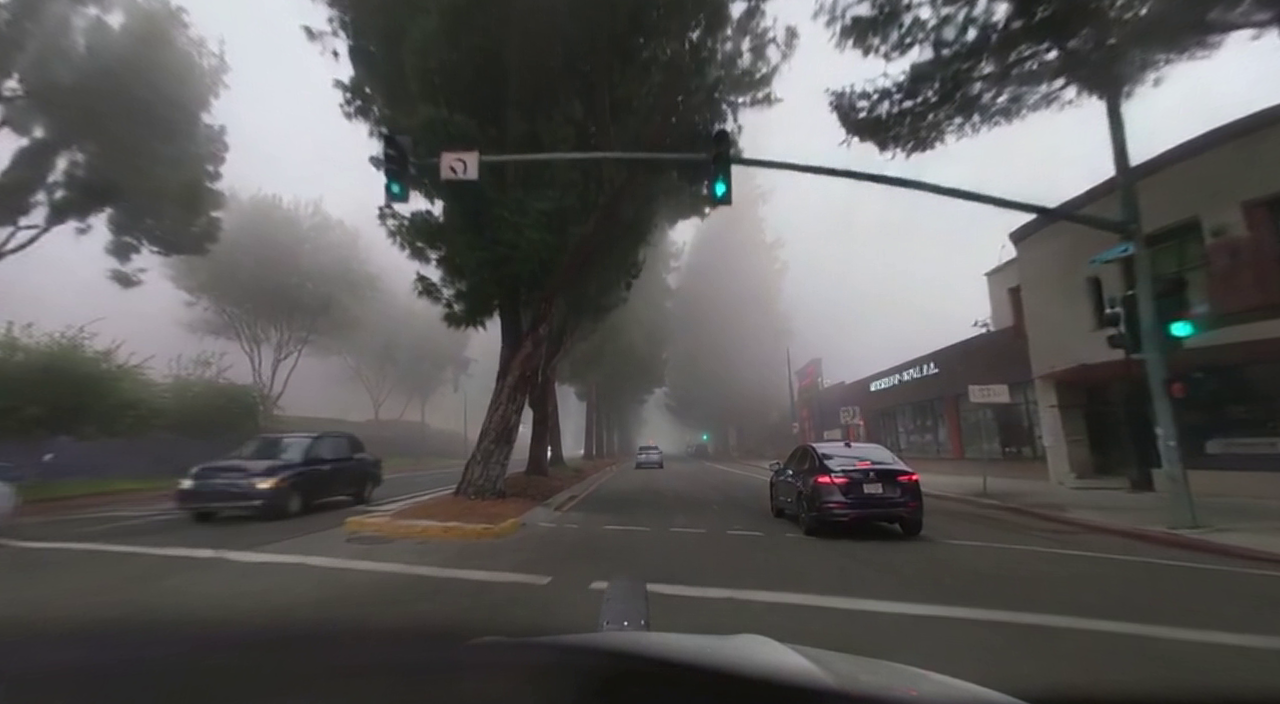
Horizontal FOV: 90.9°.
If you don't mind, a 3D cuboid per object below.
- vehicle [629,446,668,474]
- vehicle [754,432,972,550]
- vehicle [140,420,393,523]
[{"bbox_3d":[0.458,5.627,33.147,1.945,1.343,3.827,0,-8,1],"label":"vehicle"},{"bbox_3d":[3.253,2.095,10.216,1.989,1.498,4.050,0,-8,-1],"label":"vehicle"},{"bbox_3d":[-8.257,2.697,14.939,2.329,1.921,5.842,0,-8,1],"label":"vehicle"}]
